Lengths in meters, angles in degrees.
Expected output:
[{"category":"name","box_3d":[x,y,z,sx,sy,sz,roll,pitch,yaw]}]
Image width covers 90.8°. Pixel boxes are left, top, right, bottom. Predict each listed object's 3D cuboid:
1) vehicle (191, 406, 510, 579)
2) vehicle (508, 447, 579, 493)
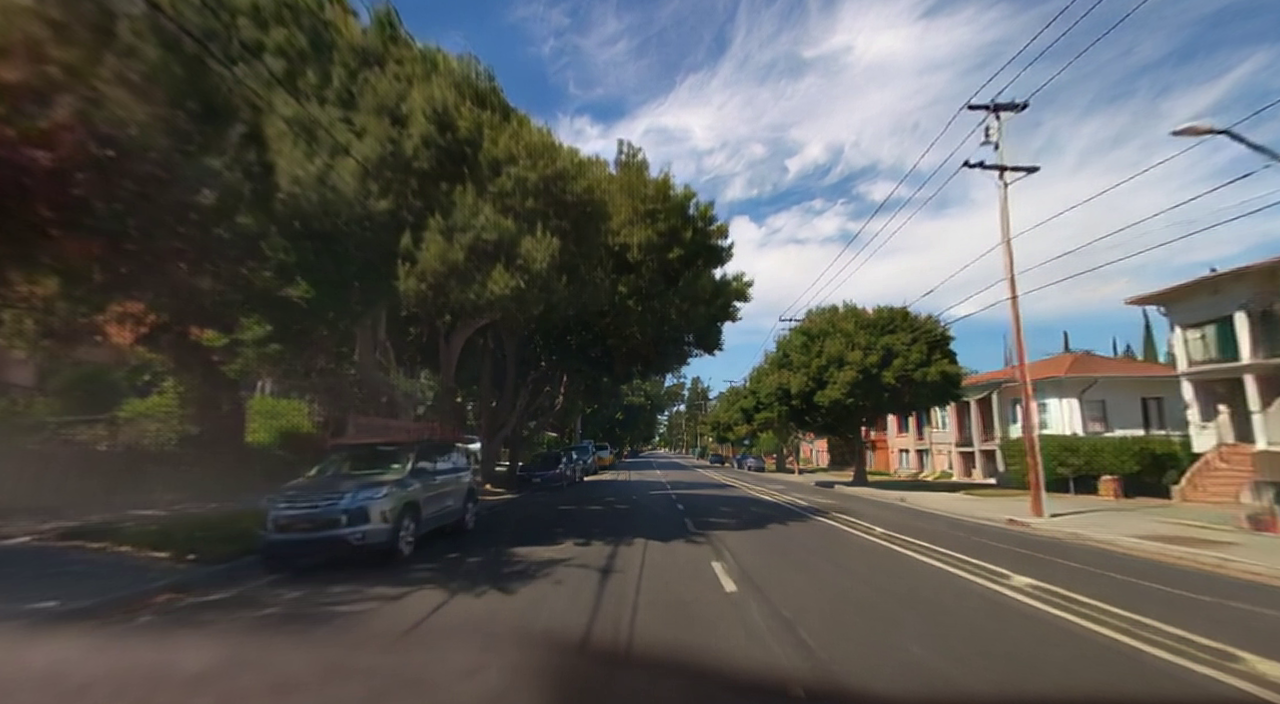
[{"category":"vehicle","box_3d":[-3.782,1.974,9.837,2.189,1.887,5.616,-1,-9,1]},{"category":"vehicle","box_3d":[-3.580,4.466,24.330,1.917,1.516,4.898,-2,-9,0]}]
